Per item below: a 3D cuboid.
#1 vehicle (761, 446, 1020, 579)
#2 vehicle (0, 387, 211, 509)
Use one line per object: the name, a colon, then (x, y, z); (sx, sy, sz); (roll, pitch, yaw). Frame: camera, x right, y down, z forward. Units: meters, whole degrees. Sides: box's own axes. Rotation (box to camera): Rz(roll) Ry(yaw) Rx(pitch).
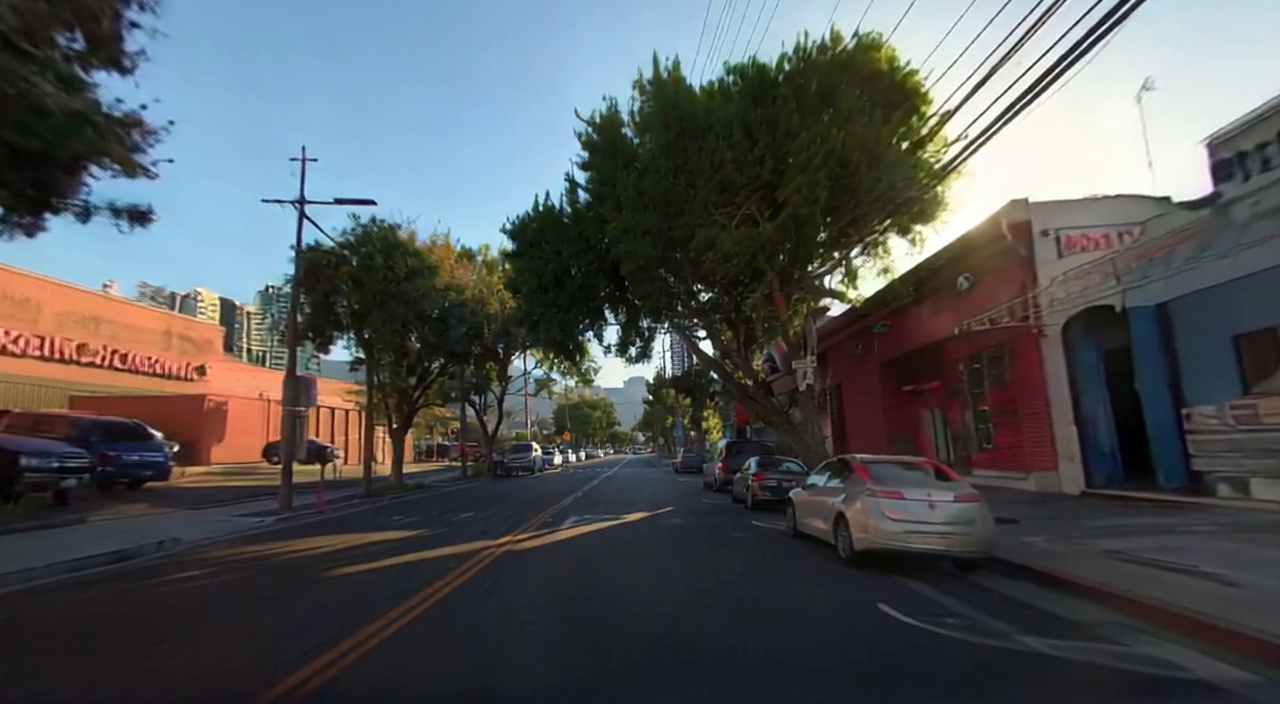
vehicle: (3.054, 2.001, 8.712); (1.877, 1.373, 3.854); (0, -8, -2)
vehicle: (-15.387, 2.618, 17.620); (2.715, 2.789, 6.225); (0, -8, -4)
